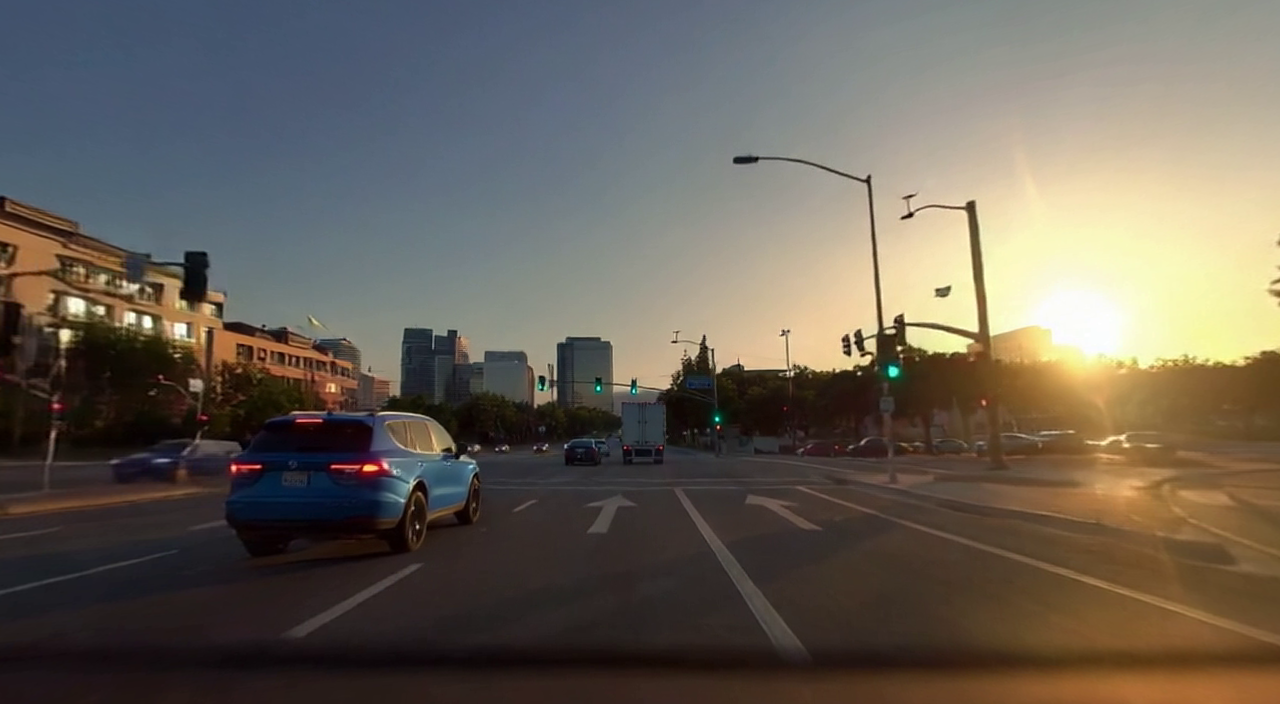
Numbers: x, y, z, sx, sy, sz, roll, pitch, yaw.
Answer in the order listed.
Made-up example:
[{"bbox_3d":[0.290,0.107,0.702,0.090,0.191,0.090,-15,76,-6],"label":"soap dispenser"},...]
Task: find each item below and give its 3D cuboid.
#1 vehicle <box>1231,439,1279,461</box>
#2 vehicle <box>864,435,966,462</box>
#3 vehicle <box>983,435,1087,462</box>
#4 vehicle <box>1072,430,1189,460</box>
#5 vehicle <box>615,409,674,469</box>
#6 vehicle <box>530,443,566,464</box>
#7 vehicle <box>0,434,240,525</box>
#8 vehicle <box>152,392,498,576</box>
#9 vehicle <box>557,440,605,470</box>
[{"bbox_3d":[44.092,6.741,43.238,4.747,1.485,1.942,0,-8,0],"label":"vehicle"},{"bbox_3d":[16.036,5.663,36.793,4.983,1.511,2.077,0,-8,0],"label":"vehicle"},{"bbox_3d":[23.099,5.660,36.853,4.716,1.494,2.001,0,-8,1],"label":"vehicle"},{"bbox_3d":[31.015,5.877,39.797,5.530,1.827,2.161,0,-8,0],"label":"vehicle"},{"bbox_3d":[0.304,4.910,35.458,2.993,3.051,6.692,0,-8,1],"label":"vehicle"},{"bbox_3d":[-6.660,7.388,45.974,1.933,1.477,4.119,0,-8,1],"label":"vehicle"},{"bbox_3d":[-10.770,2.481,12.925,1.969,1.502,4.713,0,-8,0],"label":"vehicle"},{"bbox_3d":[-3.728,1.672,8.814,2.178,1.826,4.933,0,-8,1],"label":"vehicle"},{"bbox_3d":[-3.088,5.468,33.612,2.023,1.483,4.143,0,-8,2],"label":"vehicle"}]
